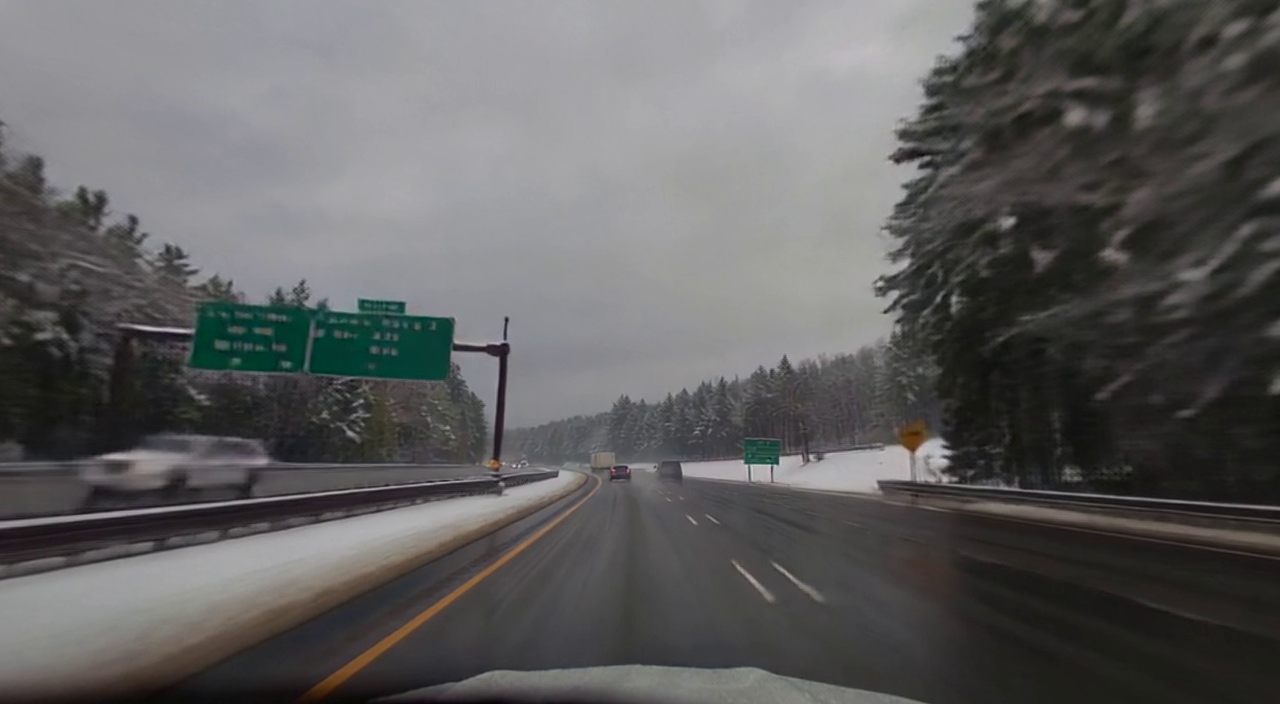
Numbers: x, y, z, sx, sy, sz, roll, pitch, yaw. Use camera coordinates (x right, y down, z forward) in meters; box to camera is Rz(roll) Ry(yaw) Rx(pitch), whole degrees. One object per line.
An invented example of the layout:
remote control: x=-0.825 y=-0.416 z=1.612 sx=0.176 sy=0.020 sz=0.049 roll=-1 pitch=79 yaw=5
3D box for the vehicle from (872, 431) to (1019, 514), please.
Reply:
vehicle: x=11.551 y=4.674 z=24.575 sx=2.398 sy=2.721 sz=6.295 roll=1 pitch=-11 yaw=-1

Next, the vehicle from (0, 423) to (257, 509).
vehicle: x=-10.647 y=2.453 z=13.558 sx=1.965 sy=1.501 sz=4.441 roll=1 pitch=-10 yaw=0
